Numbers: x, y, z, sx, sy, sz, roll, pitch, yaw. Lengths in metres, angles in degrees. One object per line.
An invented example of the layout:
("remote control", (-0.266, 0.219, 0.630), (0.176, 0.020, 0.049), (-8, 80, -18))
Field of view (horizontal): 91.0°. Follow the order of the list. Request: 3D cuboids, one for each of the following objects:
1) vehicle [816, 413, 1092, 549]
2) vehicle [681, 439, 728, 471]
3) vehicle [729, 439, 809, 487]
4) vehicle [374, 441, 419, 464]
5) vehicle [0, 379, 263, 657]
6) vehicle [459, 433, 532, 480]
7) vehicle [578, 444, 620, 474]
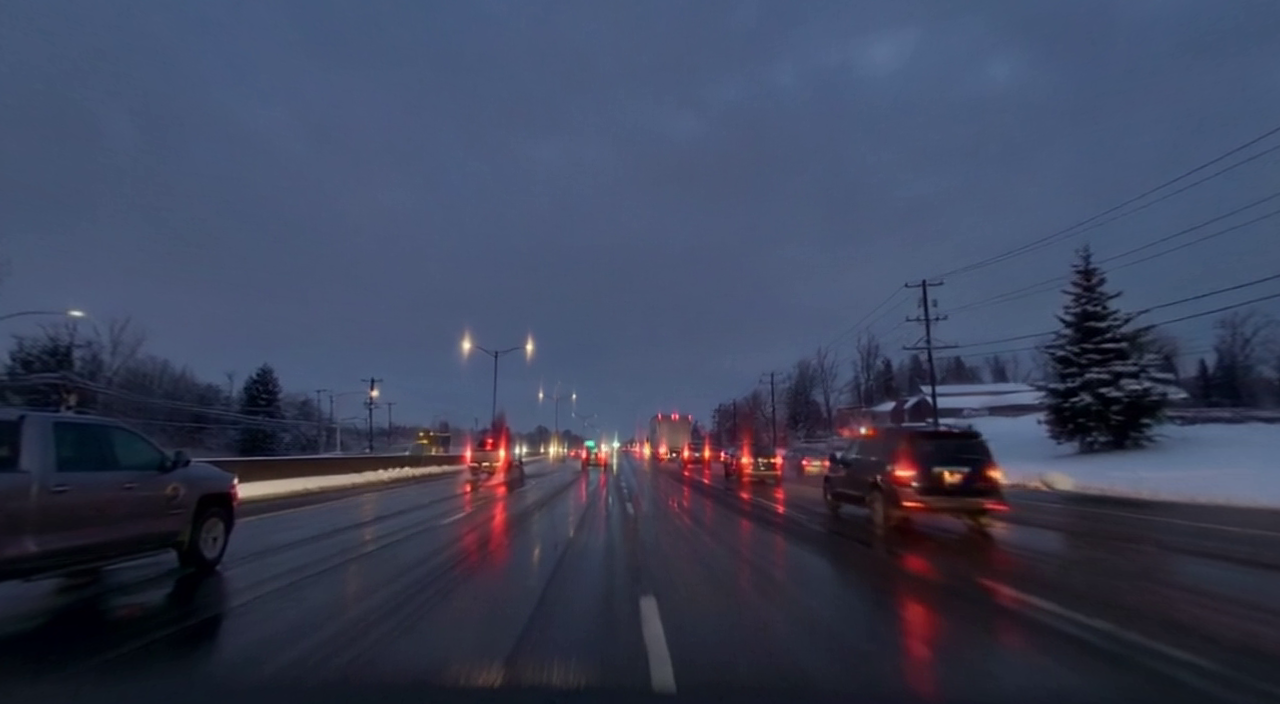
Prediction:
("vehicle", (4.877, 2.084, 10.874), (2.086, 1.783, 4.868), (1, -9, -2))
("vehicle", (3.806, 6.189, 38.050), (2.182, 1.782, 4.800), (1, -9, -2))
("vehicle", (4.758, 4.163, 23.945), (1.978, 1.607, 4.245), (1, -9, -2))
("vehicle", (-15.855, 6.565, 41.161), (1.607, 1.454, 3.631), (1, -9, -2))
("vehicle", (-5.042, 1.105, 4.424), (2.127, 1.705, 4.374), (1, -9, -2))
("vehicle", (-6.163, 4.527, 27.547), (2.147, 1.825, 4.602), (0, -9, -1))
("vehicle", (-2.129, 5.707, 33.862), (2.060, 1.508, 4.308), (1, -9, -1))
